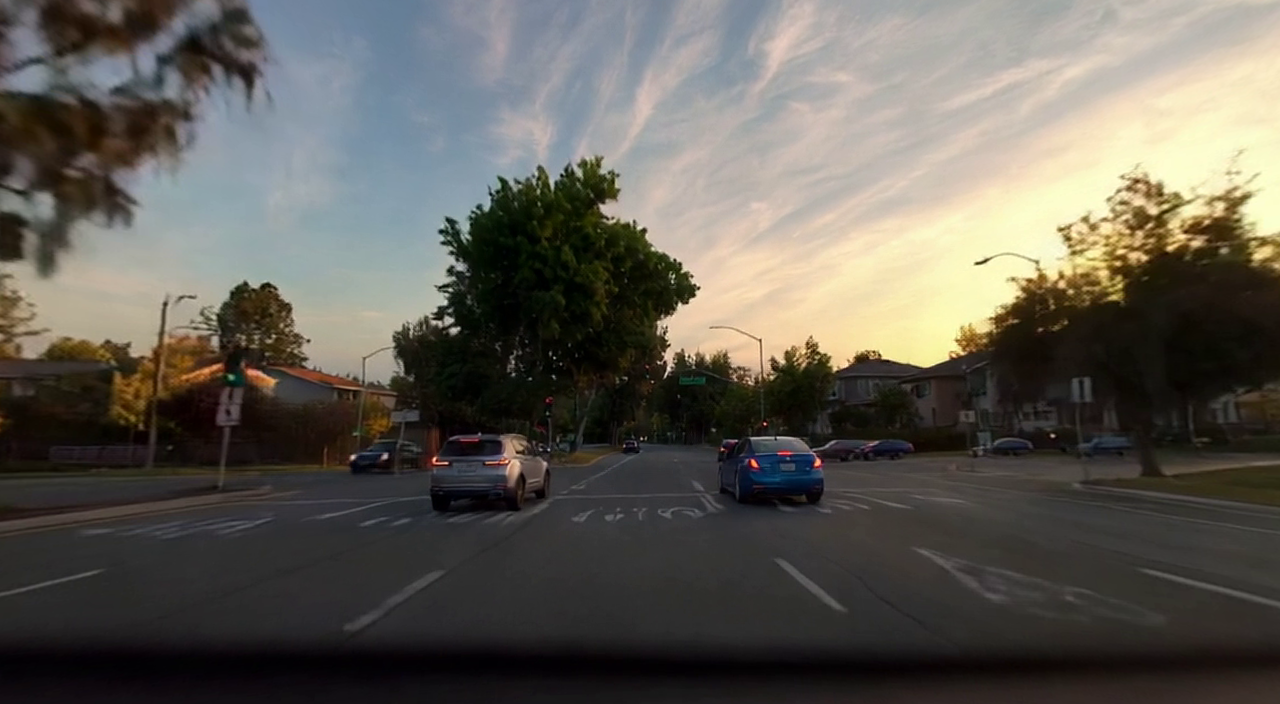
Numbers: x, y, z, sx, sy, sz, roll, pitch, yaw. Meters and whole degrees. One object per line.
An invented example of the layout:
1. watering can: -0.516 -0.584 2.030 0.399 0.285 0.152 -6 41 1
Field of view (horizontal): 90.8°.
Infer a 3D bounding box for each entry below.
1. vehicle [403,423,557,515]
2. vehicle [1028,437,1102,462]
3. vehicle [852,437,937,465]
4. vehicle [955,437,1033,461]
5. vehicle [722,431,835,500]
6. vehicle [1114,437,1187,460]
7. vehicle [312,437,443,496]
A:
1. vehicle: -3.260 2.506 14.039 2.045 1.688 4.632 -1 -8 2
2. vehicle: 31.615 7.231 47.021 4.524 1.765 2.086 2 -9 -17
3. vehicle: 17.218 6.690 42.793 4.922 1.630 2.094 1 -9 -16
4. vehicle: 25.086 6.867 44.799 4.479 1.652 2.174 2 -9 -17
5. vehicle: 3.647 3.080 17.566 2.132 1.659 4.387 0 -8 0
6. vehicle: 39.936 7.540 49.420 4.662 1.700 1.985 3 -9 -18
7. vehicle: -7.413 3.260 18.418 1.999 1.465 4.640 0 -8 -2
